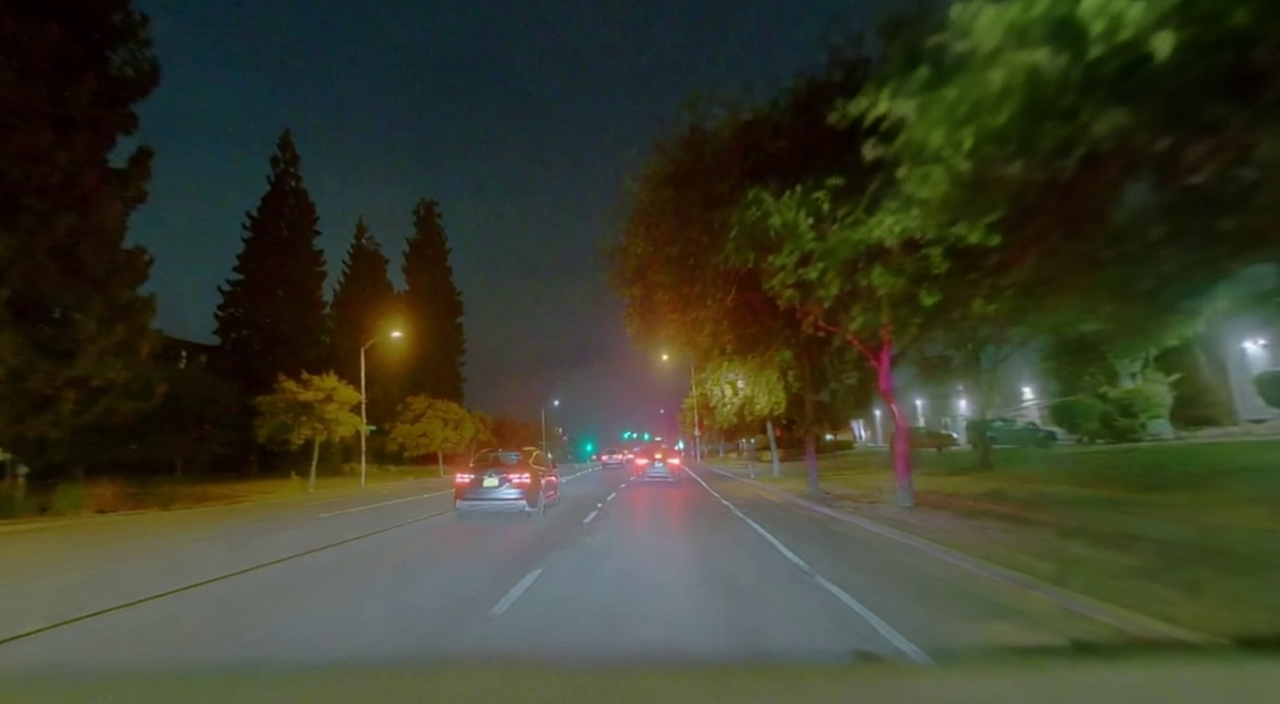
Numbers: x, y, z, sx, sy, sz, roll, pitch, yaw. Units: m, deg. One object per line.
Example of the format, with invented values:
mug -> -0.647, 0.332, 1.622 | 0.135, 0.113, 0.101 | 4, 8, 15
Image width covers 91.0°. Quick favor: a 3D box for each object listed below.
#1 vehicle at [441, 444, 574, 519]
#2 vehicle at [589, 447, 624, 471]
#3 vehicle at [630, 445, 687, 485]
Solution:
vehicle -> -2.863, 2.909, 14.739 | 2.030, 1.467, 4.403 | -1, -9, 2
vehicle -> -2.240, 7.320, 43.267 | 2.114, 1.500, 3.912 | -1, -9, 2
vehicle -> 0.708, 4.491, 25.272 | 2.065, 1.456, 4.099 | 0, -9, 1
